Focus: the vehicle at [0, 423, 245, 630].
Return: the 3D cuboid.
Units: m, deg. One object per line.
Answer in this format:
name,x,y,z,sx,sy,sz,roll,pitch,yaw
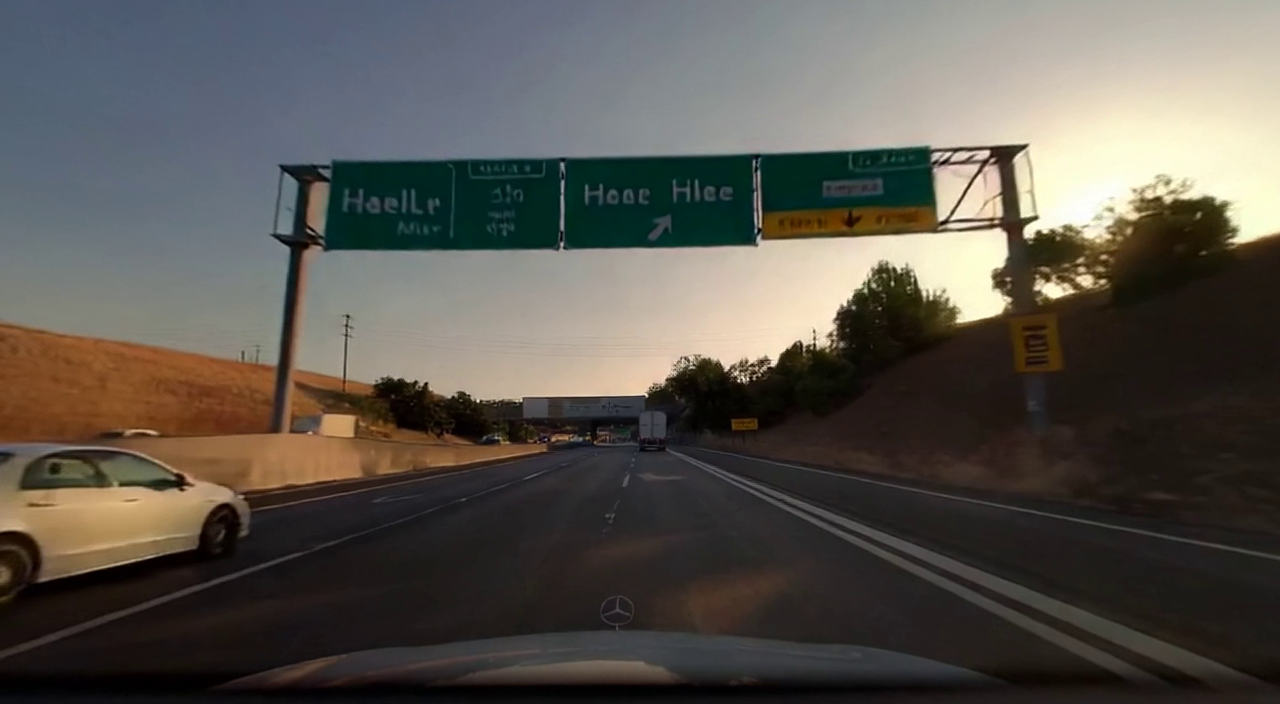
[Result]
vehicle,-5.821,1.330,4.877,2.227,1.510,5.036,-1,-8,0
